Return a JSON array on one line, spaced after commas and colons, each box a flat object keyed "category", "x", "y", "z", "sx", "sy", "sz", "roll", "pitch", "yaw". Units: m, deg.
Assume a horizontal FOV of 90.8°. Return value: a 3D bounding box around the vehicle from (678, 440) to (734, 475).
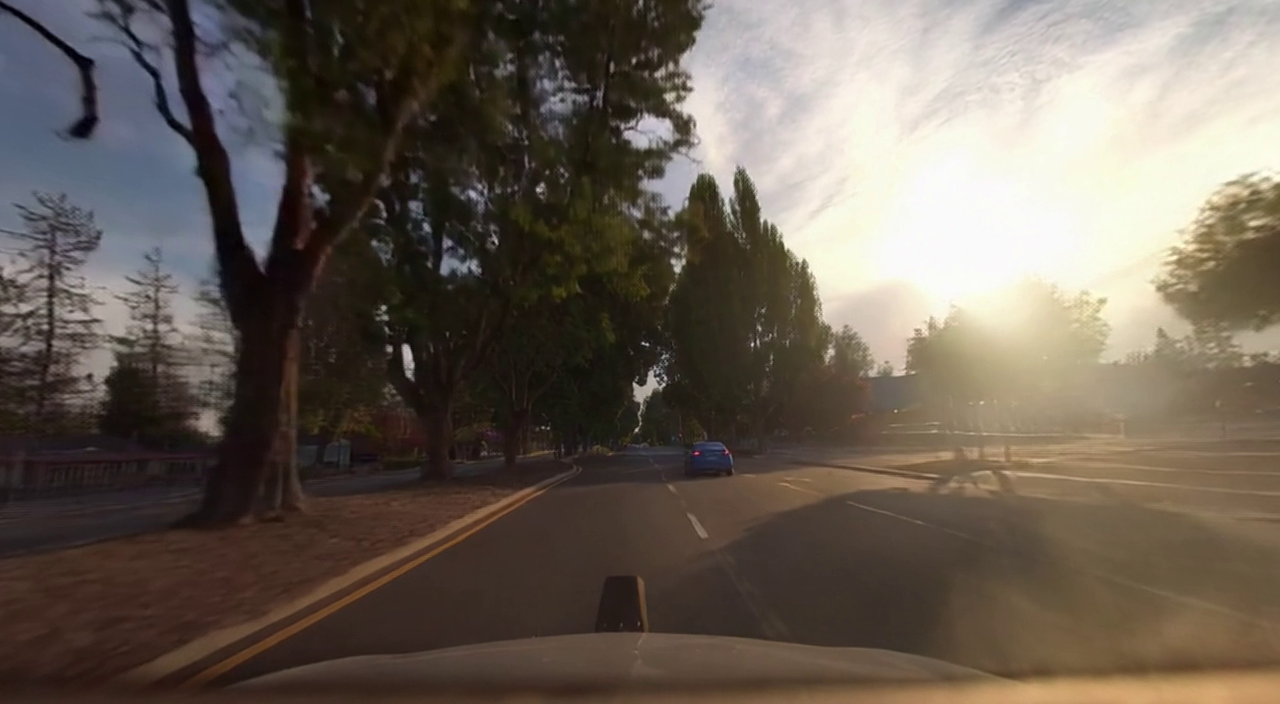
[{"category": "vehicle", "x": 2.837, "y": 4.627, "z": 28.067, "sx": 1.929, "sy": 1.411, "sz": 4.284, "roll": 0, "pitch": -8, "yaw": -1}]
